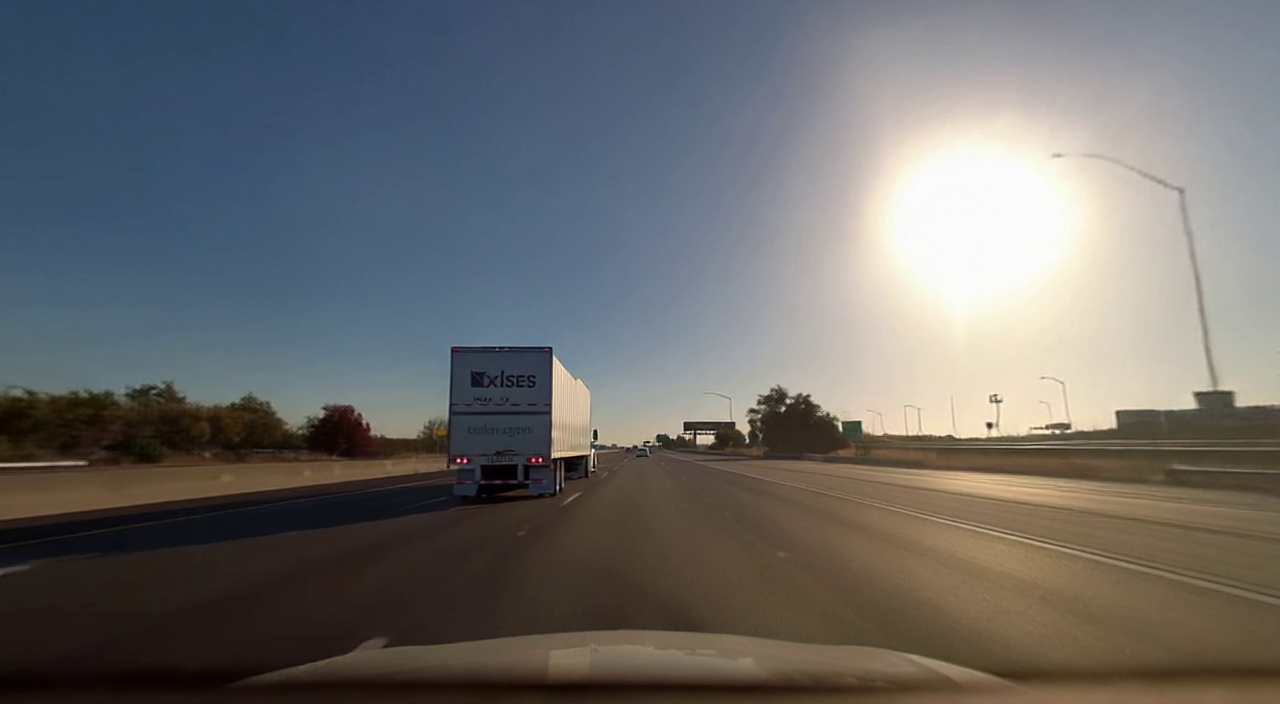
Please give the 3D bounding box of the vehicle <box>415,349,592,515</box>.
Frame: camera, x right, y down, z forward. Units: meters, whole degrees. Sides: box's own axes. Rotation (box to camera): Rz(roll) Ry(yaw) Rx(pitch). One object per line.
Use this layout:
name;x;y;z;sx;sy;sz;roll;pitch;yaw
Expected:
vehicle;-3.148;2.291;17.388;2.922;3.458;8.360;0;-9;1
